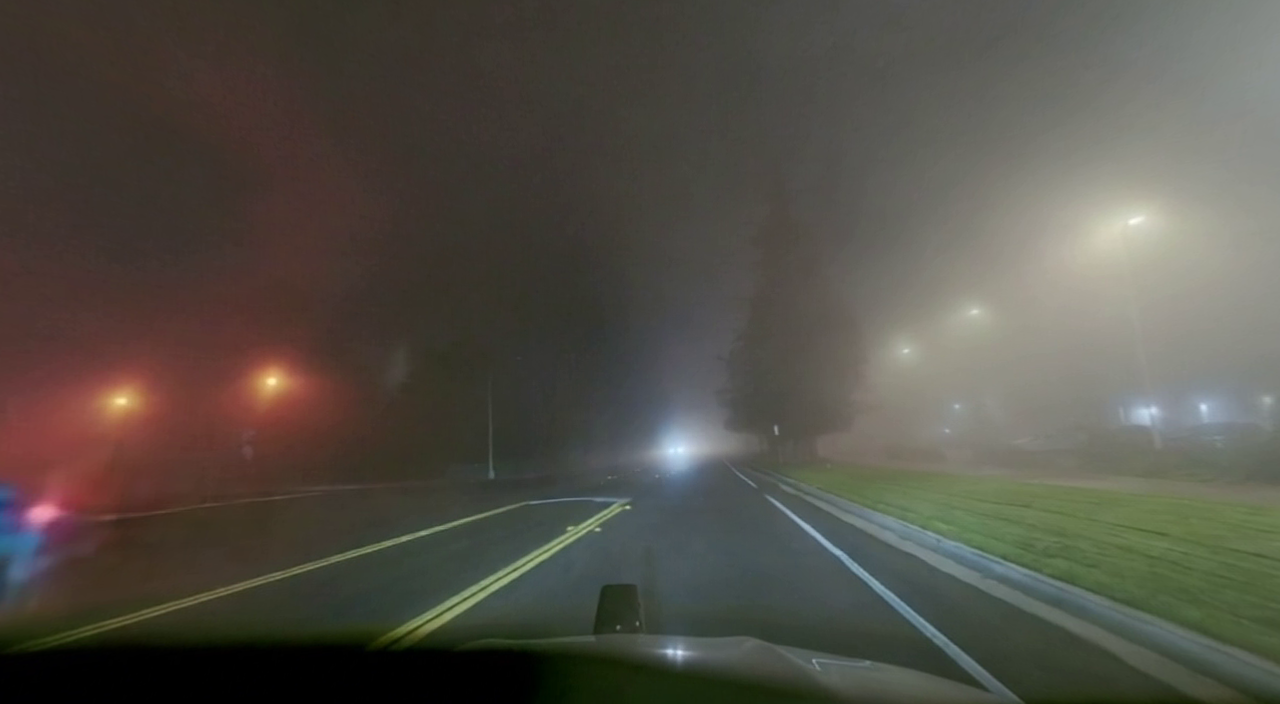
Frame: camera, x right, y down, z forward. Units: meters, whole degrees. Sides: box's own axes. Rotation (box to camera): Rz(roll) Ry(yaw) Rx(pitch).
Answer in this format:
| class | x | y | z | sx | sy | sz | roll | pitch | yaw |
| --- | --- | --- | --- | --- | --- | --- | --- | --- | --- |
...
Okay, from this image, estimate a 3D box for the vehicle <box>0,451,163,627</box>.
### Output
| class | x | y | z | sx | sy | sz | roll | pitch | yaw |
| --- | --- | --- | --- | --- | --- | --- | --- | --- | --- |
| vehicle | -6.518 | 1.549 | 4.880 | 1.926 | 1.465 | 4.433 | -2 | -8 | 6 |
